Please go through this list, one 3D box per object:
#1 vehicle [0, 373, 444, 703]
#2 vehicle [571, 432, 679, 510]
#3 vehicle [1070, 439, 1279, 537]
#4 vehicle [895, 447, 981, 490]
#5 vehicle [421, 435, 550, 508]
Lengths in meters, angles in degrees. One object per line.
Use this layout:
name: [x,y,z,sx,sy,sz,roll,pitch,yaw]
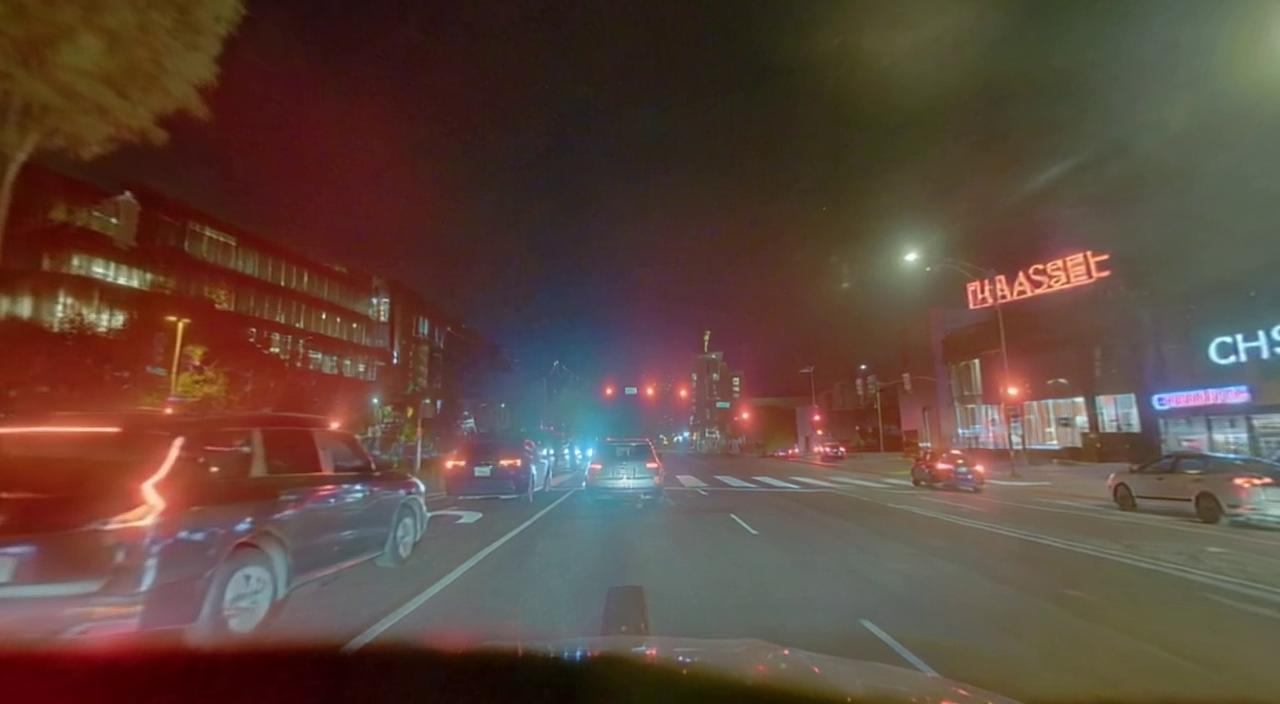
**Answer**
vehicle: [-3.446,1.277,5.404,2.057,1.678,4.639,0,-8,0]
vehicle: [-0.310,2.582,14.122,2.059,1.477,3.988,0,-8,-1]
vehicle: [10.591,2.408,11.887,1.936,1.474,4.331,0,-8,1]
vehicle: [11.971,4.649,25.624,1.935,1.435,4.141,3,-8,7]
vehicle: [-3.473,2.766,15.082,1.939,1.474,4.327,0,-8,1]
